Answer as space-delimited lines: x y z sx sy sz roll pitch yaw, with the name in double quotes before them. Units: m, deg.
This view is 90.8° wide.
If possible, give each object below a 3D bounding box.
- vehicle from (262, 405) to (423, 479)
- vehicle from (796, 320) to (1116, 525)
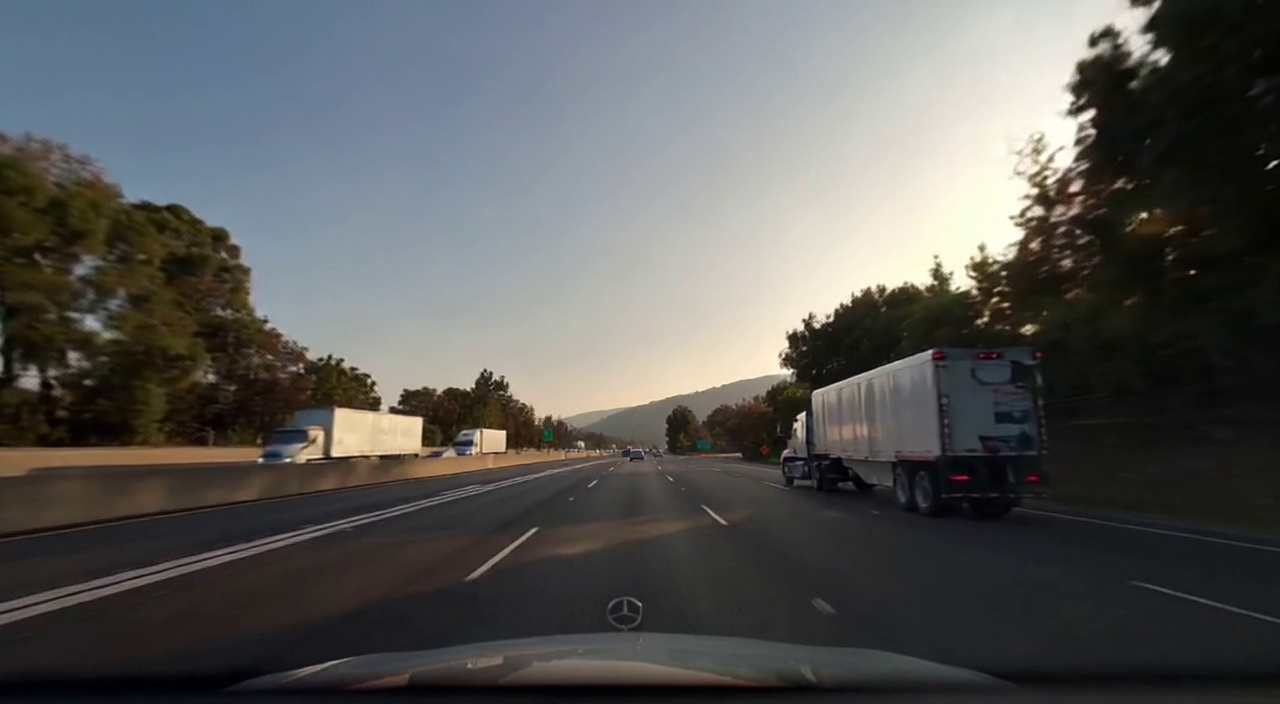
"vehicle" -19.354 6.219 43.315 2.946 4.056 16.865 0 -9 0
"vehicle" 6.935 2.013 16.566 2.821 3.681 10.415 0 -9 -1
